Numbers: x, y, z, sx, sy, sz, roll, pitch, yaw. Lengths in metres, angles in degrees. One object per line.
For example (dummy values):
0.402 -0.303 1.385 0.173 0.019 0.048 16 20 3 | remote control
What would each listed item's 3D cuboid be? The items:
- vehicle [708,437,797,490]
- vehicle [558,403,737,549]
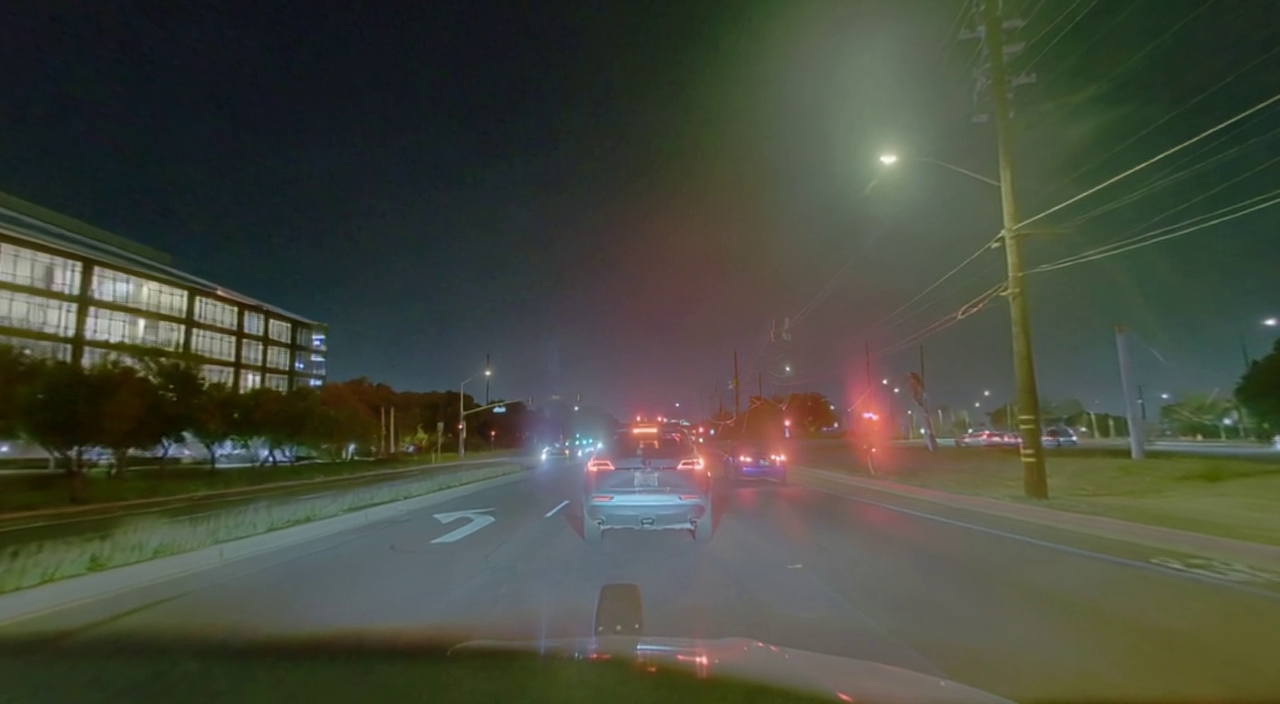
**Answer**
3.394 3.481 20.035 1.990 1.482 4.575 0 -9 0 | vehicle
0.096 1.852 10.011 2.189 1.776 4.342 0 -9 0 | vehicle
